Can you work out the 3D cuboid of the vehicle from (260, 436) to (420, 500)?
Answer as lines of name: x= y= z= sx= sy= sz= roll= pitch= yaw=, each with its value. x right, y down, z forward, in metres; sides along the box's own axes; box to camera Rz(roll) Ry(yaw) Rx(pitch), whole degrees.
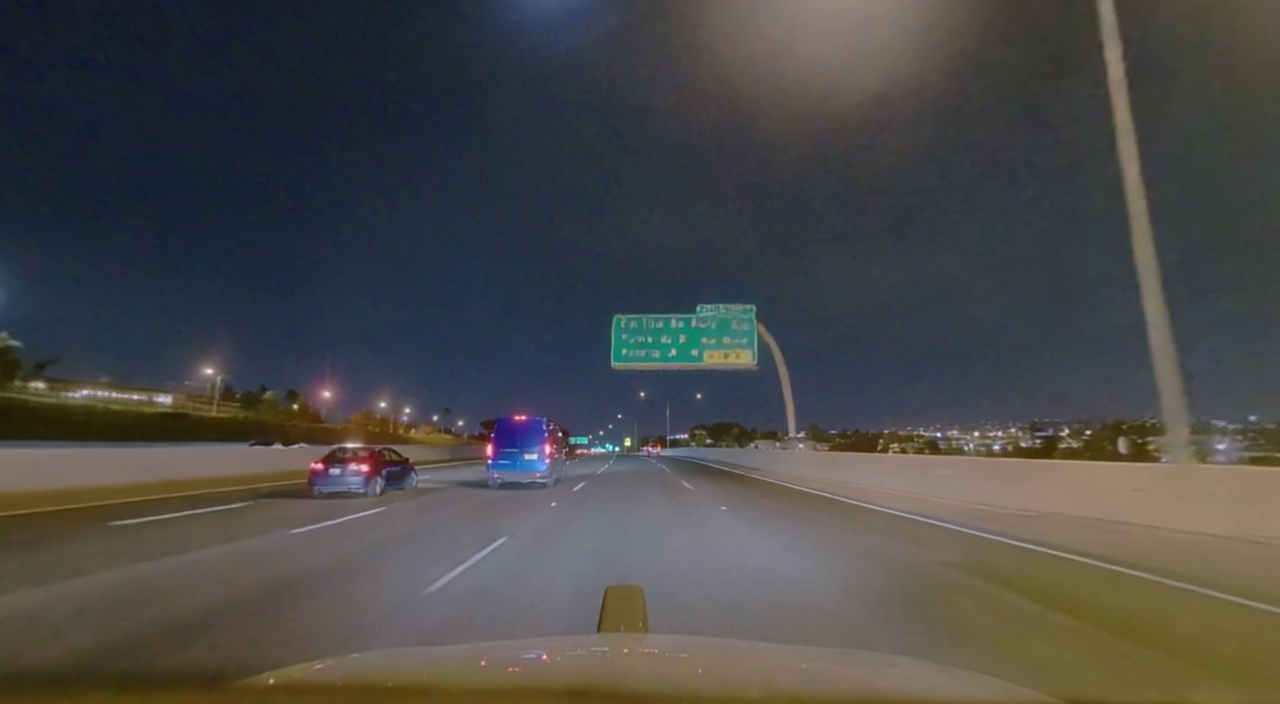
vehicle: x=-7.938 y=3.103 z=17.262 sx=1.987 sy=1.490 sz=4.781 roll=0 pitch=-8 yaw=1

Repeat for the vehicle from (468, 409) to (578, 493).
vehicle: x=-3.462 y=3.106 z=19.901 sx=2.372 sy=2.248 sz=5.393 roll=0 pitch=-8 yaw=1
